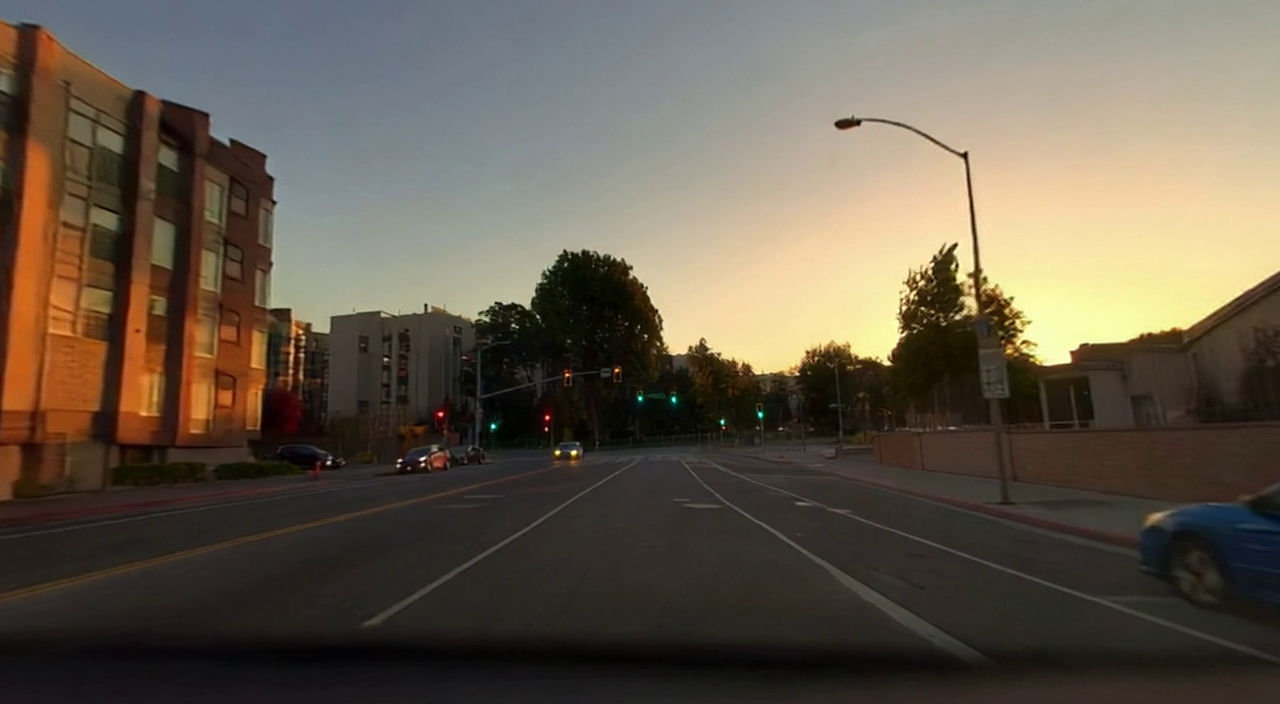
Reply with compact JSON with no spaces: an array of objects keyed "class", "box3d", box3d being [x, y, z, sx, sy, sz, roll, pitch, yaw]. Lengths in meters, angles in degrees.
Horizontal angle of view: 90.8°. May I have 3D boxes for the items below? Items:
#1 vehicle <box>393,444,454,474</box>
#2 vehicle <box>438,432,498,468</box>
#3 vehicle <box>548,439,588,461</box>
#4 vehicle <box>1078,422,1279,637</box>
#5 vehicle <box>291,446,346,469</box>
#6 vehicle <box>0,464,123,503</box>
[{"class":"vehicle","box3d":[-11.610,5.750,34.186,1.868,1.520,3.796,0,-8,1]},{"class":"vehicle","box3d":[-11.202,6.457,41.717,2.268,2.181,5.482,0,-8,2]},{"class":"vehicle","box3d":[-5.205,7.128,46.125,2.129,1.495,4.699,0,-8,3]},{"class":"vehicle","box3d":[5.459,1.125,3.633,2.010,1.473,5.353,0,-8,-1]},{"class":"vehicle","box3d":[-22.531,7.378,44.408,1.788,1.487,3.880,0,-8,0]},{"class":"vehicle","box3d":[-24.197,5.415,26.231,3.721,1.470,1.967,0,-8,3]}]
